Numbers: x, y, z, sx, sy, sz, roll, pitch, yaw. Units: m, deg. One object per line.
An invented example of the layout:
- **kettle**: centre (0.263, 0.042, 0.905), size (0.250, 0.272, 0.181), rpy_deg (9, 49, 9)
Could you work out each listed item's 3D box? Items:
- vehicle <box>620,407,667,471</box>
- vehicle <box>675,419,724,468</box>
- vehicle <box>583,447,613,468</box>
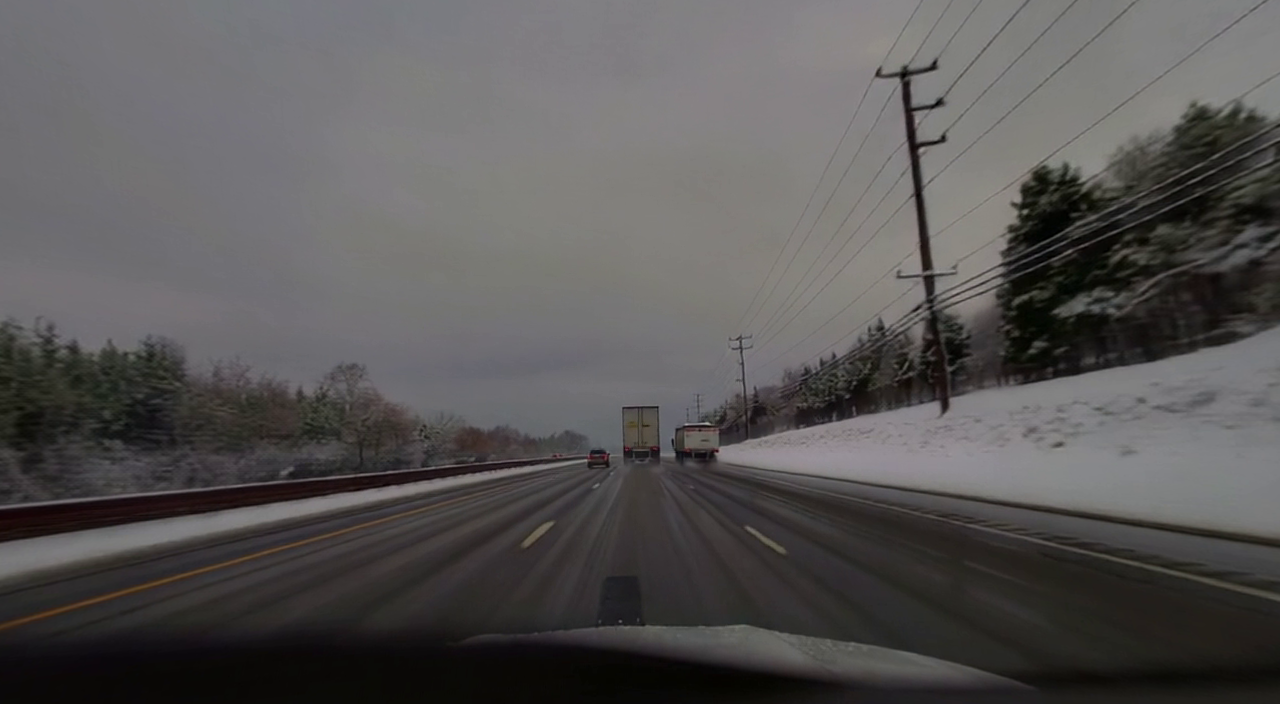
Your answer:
- **vehicle**: centre (0.165, 6.644, 47.119), size (2.997, 4.076, 13.224), rpy_deg (0, -9, -1)
- **vehicle**: centre (4.387, 7.115, 48.510), size (2.938, 3.378, 8.820), rpy_deg (0, -9, 0)
- **vehicle**: centre (-3.217, 8.196, 49.099), size (2.024, 1.582, 4.032), rpy_deg (0, -9, 1)
